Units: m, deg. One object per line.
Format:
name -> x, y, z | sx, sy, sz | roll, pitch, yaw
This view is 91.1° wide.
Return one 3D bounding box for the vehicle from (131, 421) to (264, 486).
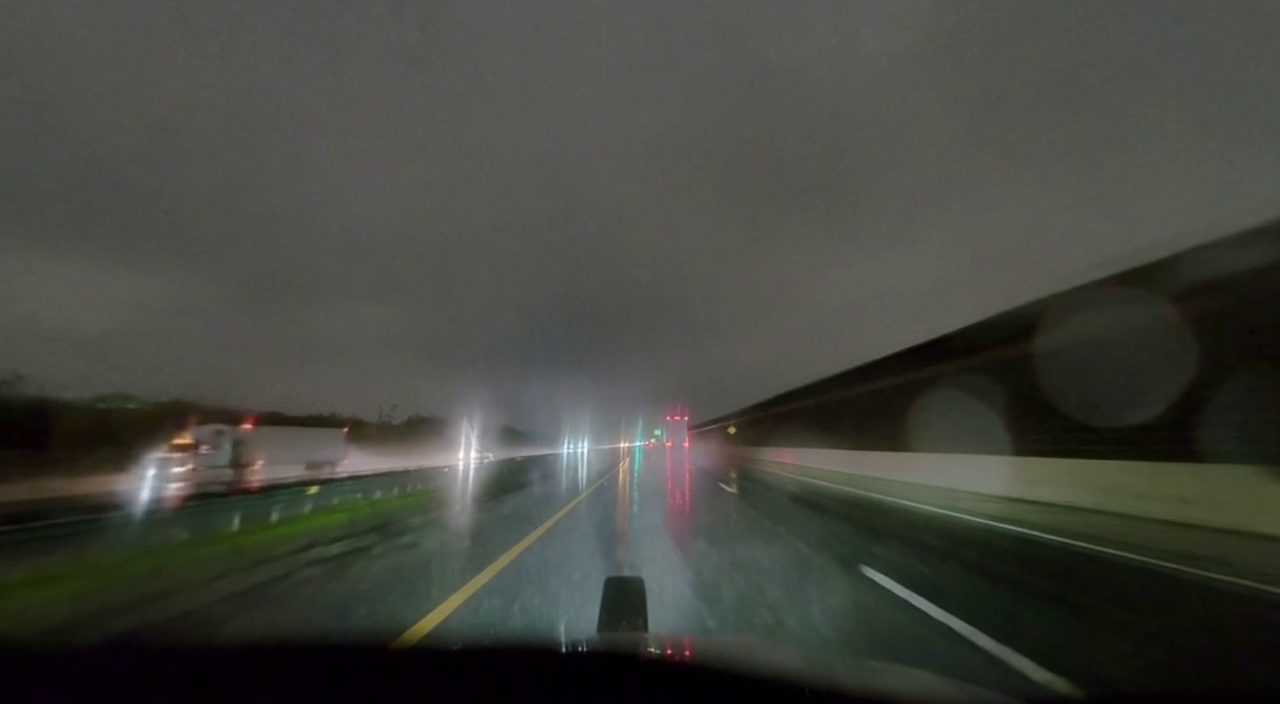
vehicle -> -32.081, 7.403, 46.183 | 3.095, 4.280, 8.662 | 0, -8, 2
